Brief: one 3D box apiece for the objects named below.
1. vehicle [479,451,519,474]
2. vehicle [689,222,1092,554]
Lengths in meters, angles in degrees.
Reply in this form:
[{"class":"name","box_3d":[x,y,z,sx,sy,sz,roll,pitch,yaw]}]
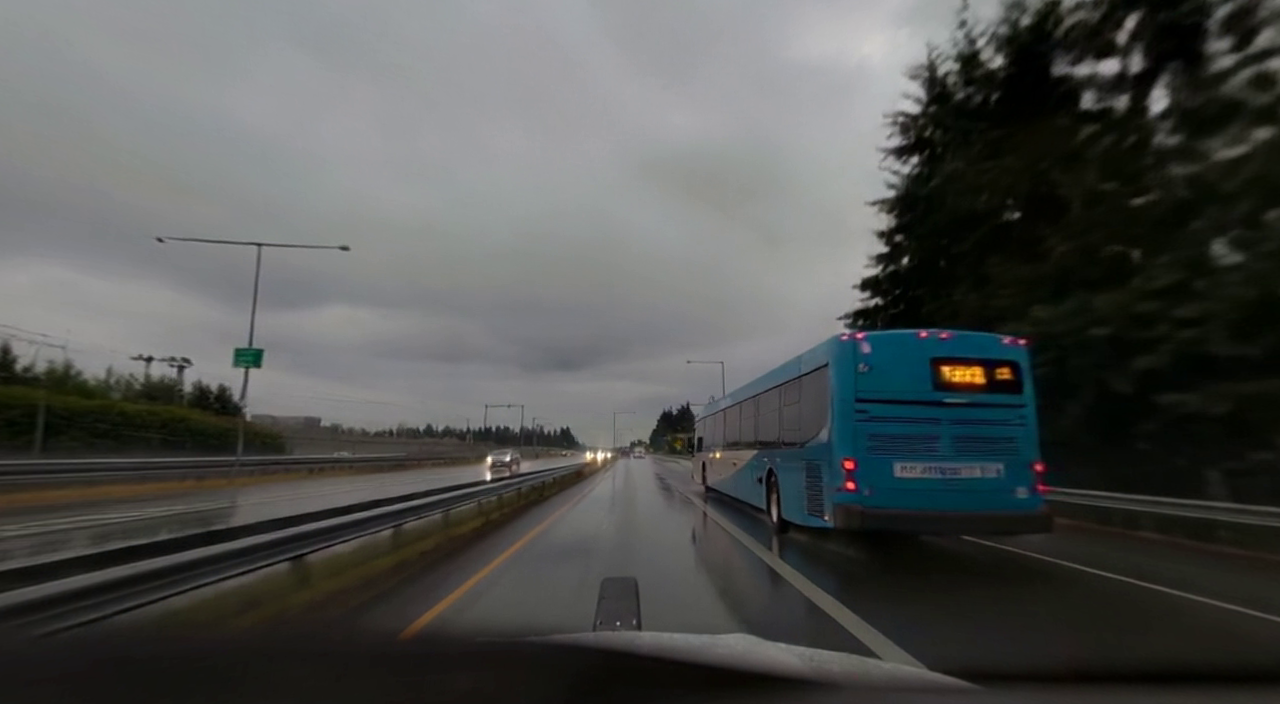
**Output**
[{"class":"vehicle","box_3d":[-10.035,7.888,44.896,1.872,1.461,4.227,0,-9,-1]},{"class":"vehicle","box_3d":[3.548,1.425,14.736,3.277,4.084,14.213,0,-9,-1]}]
